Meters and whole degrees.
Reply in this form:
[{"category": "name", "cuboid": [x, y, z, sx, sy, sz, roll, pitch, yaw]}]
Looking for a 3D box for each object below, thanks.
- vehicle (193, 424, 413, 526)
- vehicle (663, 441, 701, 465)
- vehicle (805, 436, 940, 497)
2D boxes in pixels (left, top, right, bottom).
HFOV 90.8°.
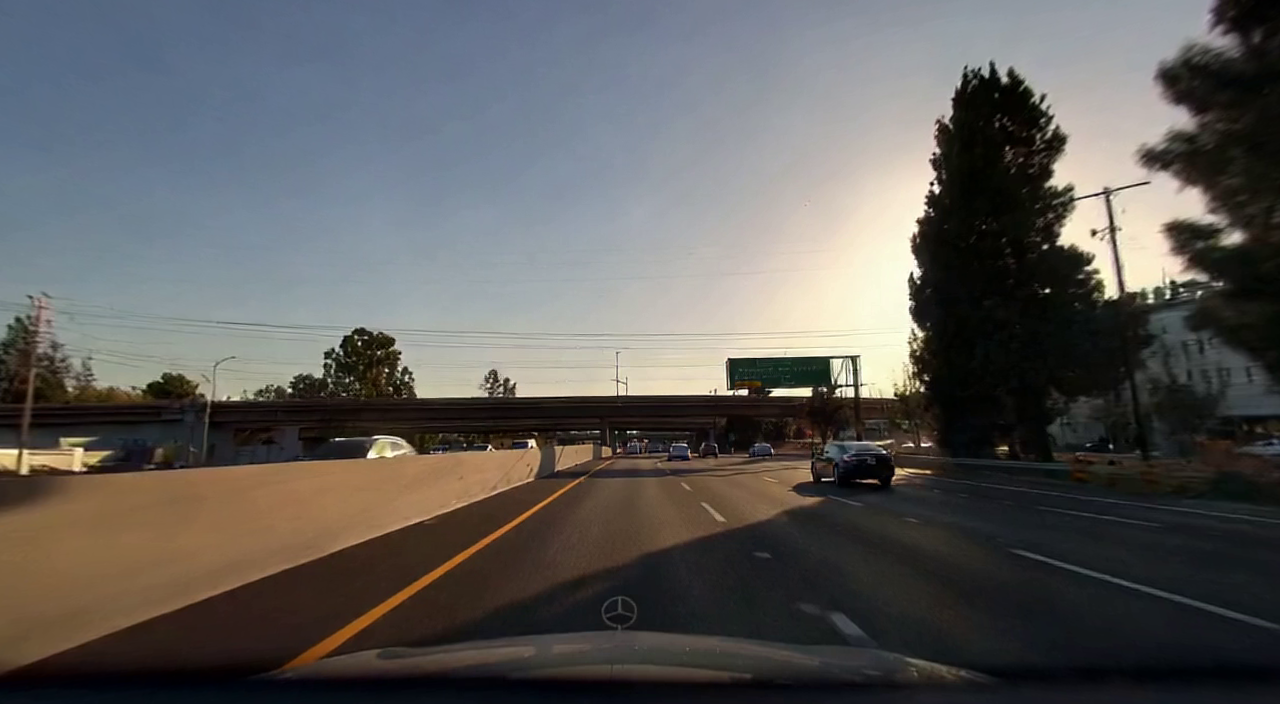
[{"category": "vehicle", "cuboid": [-6.643, 2.463, 13.222, 2.022, 1.737, 4.546, 0, -8, 1]}, {"category": "vehicle", "cuboid": [2.658, 6.599, 41.423, 1.993, 1.507, 4.594, 0, -8, -2]}, {"category": "vehicle", "cuboid": [6.309, 3.153, 17.830, 1.952, 1.489, 4.483, 0, -8, -2]}]
